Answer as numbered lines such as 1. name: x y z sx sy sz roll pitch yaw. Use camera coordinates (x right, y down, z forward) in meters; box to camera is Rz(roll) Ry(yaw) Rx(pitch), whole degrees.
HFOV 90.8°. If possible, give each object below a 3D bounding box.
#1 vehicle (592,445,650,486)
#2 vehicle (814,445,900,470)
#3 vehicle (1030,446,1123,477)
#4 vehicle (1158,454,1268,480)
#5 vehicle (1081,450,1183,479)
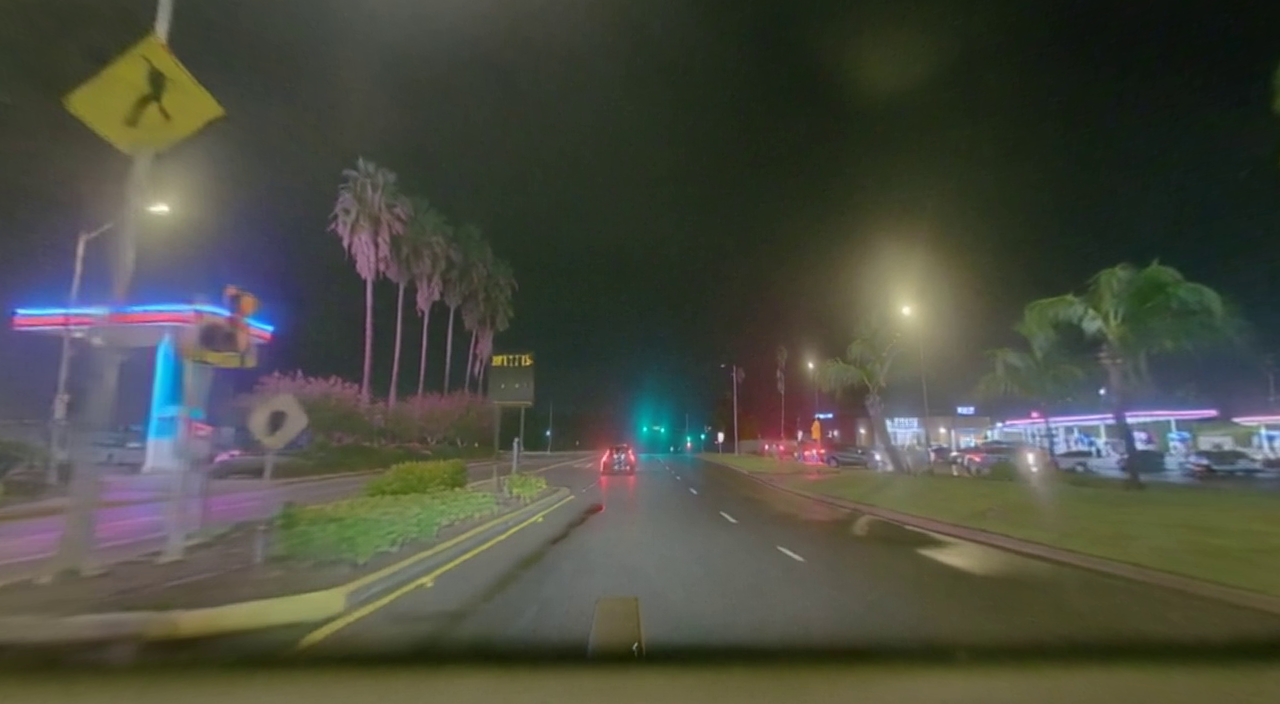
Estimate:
1. vehicle: -0.897 4.760 26.661 2.073 1.525 4.809 1 -9 -6
2. vehicle: 15.147 7.403 44.304 5.317 1.700 1.901 0 -9 1
3. vehicle: 27.539 6.896 39.956 4.381 1.892 1.942 0 -9 -1
4. vehicle: 33.767 6.787 37.332 4.349 1.460 2.027 0 -10 3
5. vehicle: 29.122 6.661 37.517 4.377 1.633 1.834 0 -9 2
